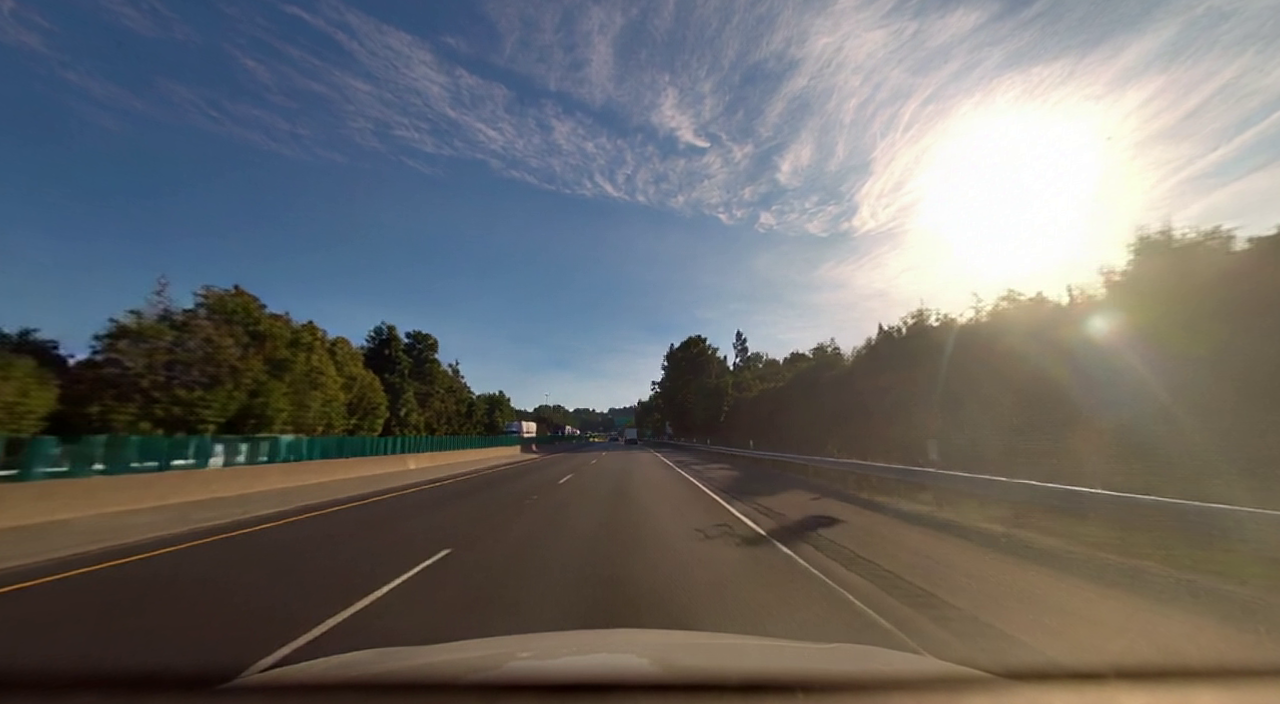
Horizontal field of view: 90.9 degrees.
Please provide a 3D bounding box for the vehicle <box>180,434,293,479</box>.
[{"bbox_3d":[-16.779,4.330,26.505,1.973,1.703,4.250,0,-7,-1],"label":"vehicle"}]
